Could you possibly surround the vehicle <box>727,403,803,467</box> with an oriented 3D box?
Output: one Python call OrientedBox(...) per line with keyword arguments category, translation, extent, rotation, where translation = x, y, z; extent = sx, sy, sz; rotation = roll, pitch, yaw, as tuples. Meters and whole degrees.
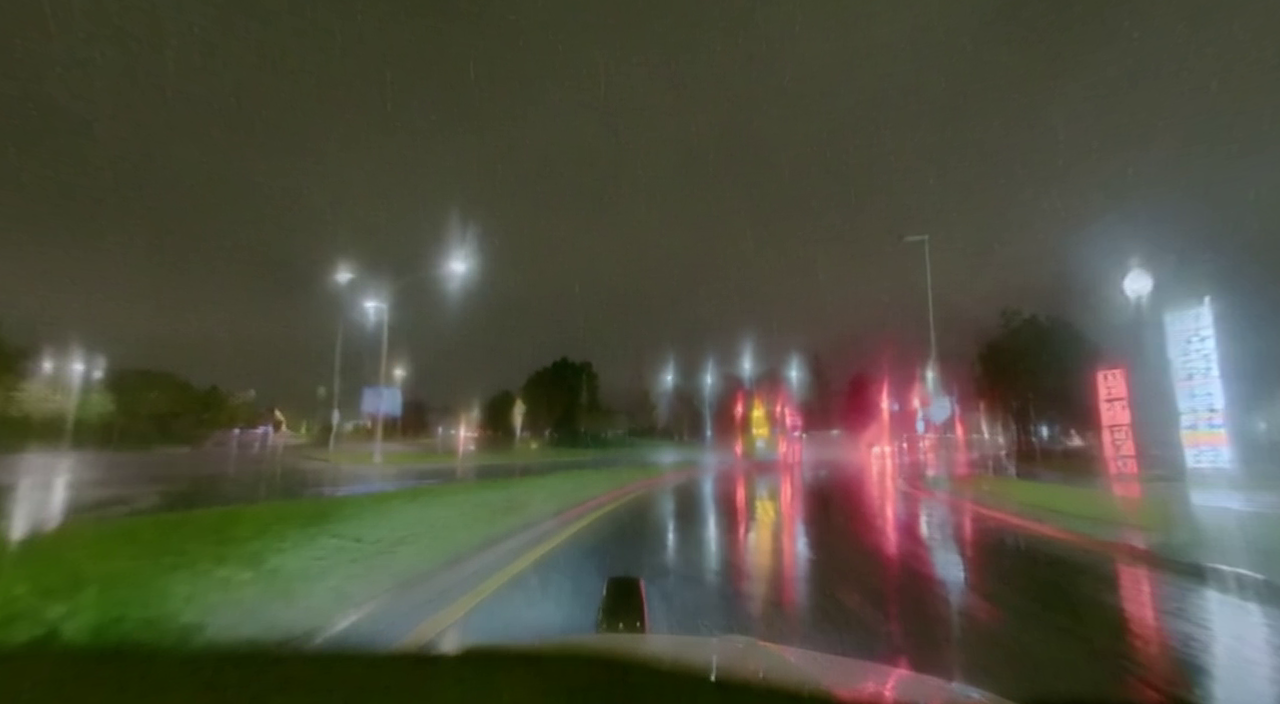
OrientedBox(category="vehicle", translation=(8.047, 5.288, 39.250), extent=(3.031, 3.429, 11.005), rotation=(-3, -9, 19))
